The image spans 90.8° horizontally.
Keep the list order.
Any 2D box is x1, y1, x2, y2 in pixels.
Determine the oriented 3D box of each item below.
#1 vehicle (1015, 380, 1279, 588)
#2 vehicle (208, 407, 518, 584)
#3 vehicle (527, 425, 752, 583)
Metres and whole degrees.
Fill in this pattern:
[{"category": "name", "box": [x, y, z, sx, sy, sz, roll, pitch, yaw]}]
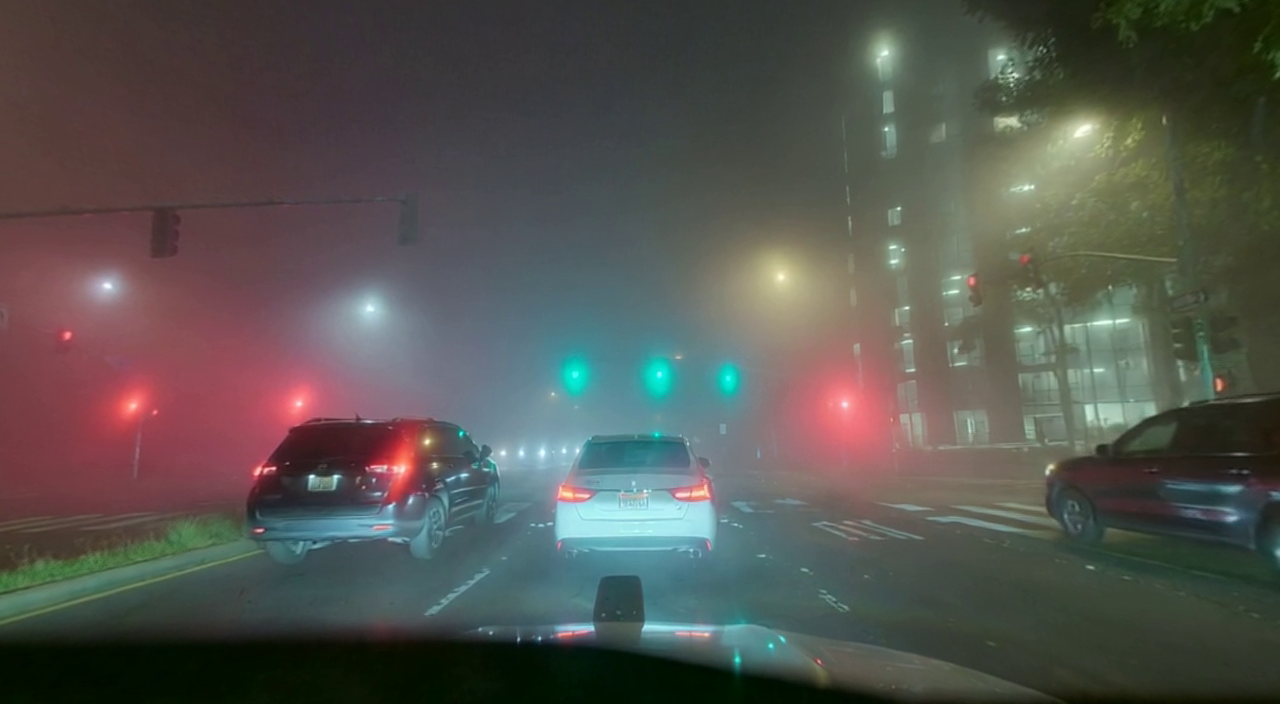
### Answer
[{"category": "vehicle", "box": [6.733, 1.359, 6.856, 2.079, 1.828, 5.323, 0, -8, 1]}, {"category": "vehicle", "box": [-3.161, 1.734, 8.490, 2.081, 1.719, 4.434, 0, -8, 1]}, {"category": "vehicle", "box": [0.010, 1.777, 8.176, 2.190, 1.522, 3.850, 0, -8, 1]}]
